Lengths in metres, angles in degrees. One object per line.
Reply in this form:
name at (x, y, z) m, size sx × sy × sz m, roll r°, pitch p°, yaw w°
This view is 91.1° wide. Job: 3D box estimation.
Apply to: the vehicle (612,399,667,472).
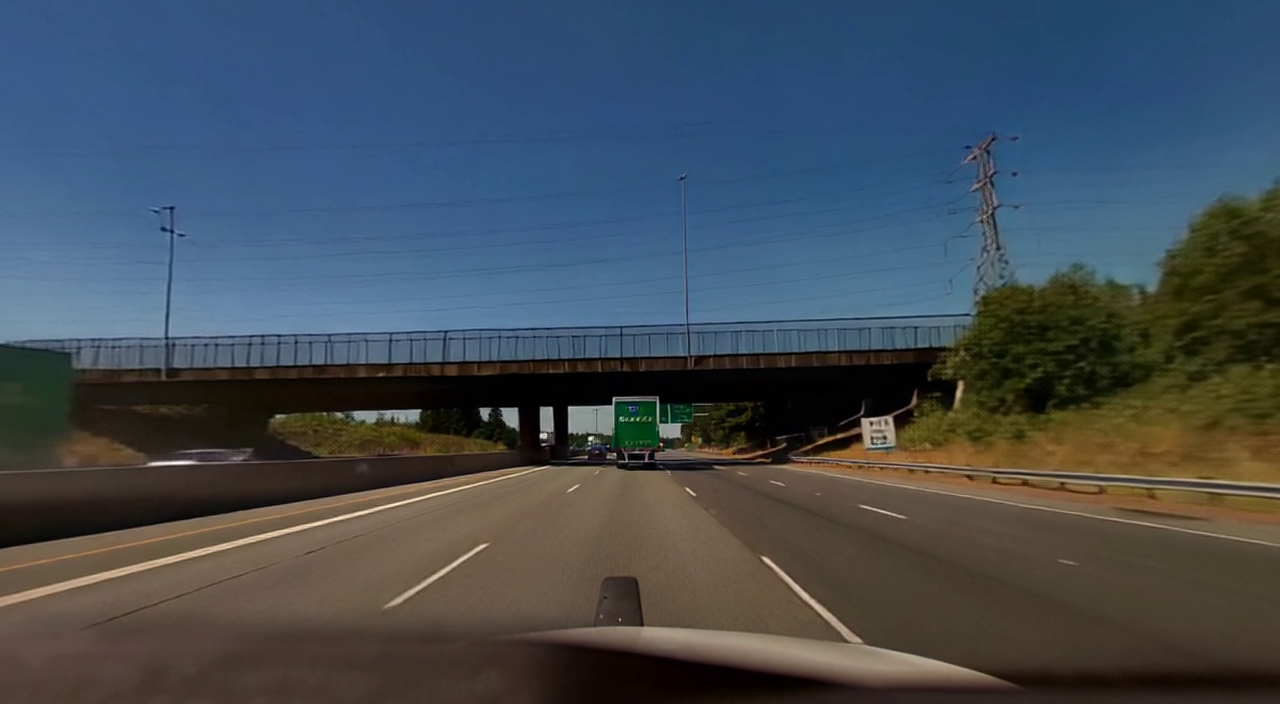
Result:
vehicle at (-0.115, 5.607, 41.285) m, size 3.025 × 4.002 × 12.709 m, roll 0°, pitch -9°, yaw -1°
